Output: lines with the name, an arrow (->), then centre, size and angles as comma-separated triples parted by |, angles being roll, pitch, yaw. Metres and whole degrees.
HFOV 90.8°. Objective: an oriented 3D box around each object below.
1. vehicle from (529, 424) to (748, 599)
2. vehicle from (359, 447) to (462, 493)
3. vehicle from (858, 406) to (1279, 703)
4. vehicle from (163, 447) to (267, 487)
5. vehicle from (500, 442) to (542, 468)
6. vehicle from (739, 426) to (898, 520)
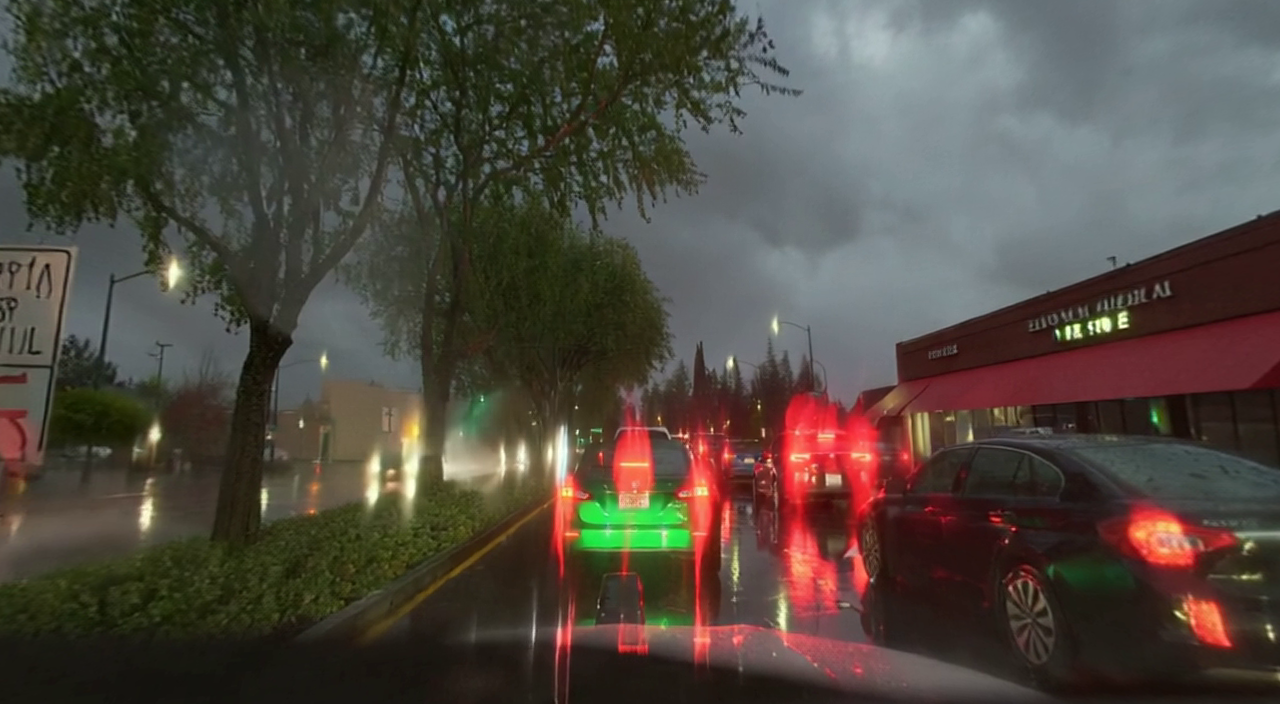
vehicle -> -0.032, 1.651, 7.302 | 1.887, 1.487, 3.535 | 0, -9, -1
vehicle -> -7.975, 4.121, 22.462 | 1.991, 1.433, 4.261 | 0, -9, 1
vehicle -> 3.303, 1.255, 4.496 | 1.988, 1.480, 4.195 | 0, -9, 0
vehicle -> -20.602, 5.519, 30.637 | 4.329, 1.773, 2.072 | -4, -9, 24
vehicle -> -8.138, 7.073, 43.677 | 2.079, 1.695, 4.374 | 0, -9, 0
vehicle -> 3.527, 2.476, 13.431 | 2.025, 1.660, 4.263 | 0, -9, -1
